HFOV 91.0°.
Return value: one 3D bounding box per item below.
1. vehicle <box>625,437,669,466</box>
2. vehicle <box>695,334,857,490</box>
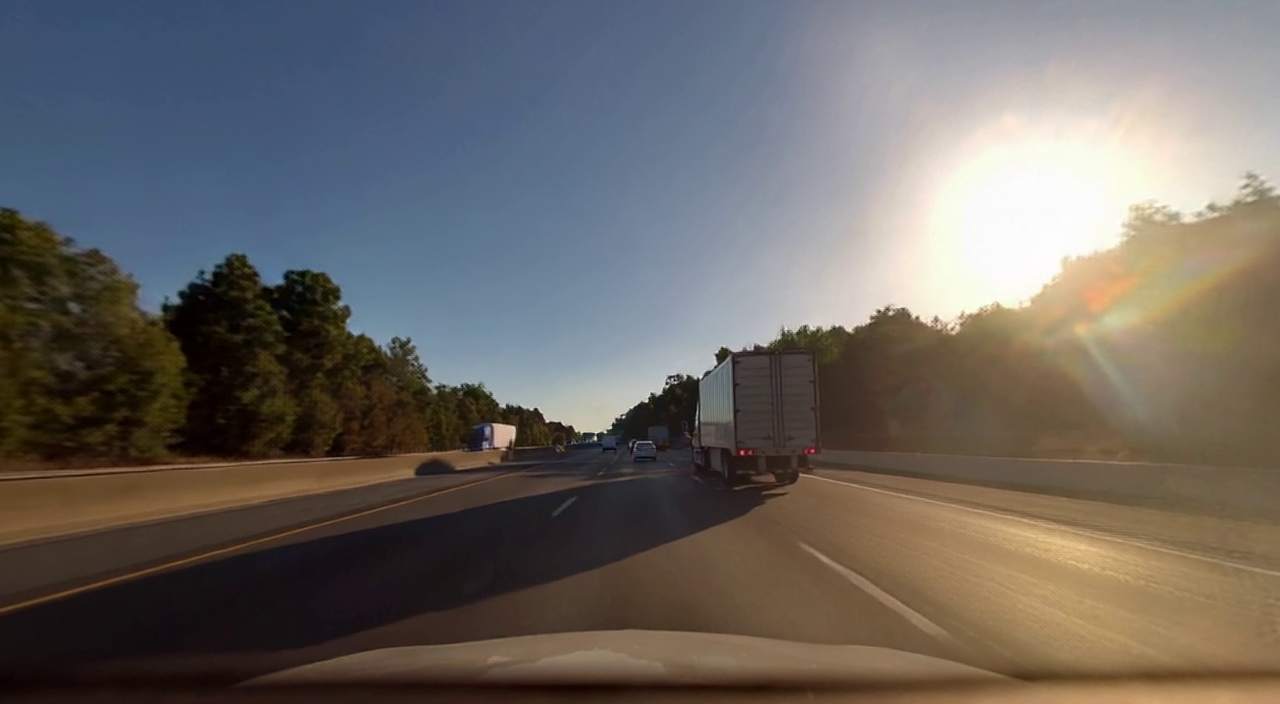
[{"bbox_3d":[0.465,5.785,36.850,2.139,1.607,4.034,-1,-8,7],"label":"vehicle"},{"bbox_3d":[4.225,2.551,23.866,3.005,4.131,14.221,0,-8,0],"label":"vehicle"}]
